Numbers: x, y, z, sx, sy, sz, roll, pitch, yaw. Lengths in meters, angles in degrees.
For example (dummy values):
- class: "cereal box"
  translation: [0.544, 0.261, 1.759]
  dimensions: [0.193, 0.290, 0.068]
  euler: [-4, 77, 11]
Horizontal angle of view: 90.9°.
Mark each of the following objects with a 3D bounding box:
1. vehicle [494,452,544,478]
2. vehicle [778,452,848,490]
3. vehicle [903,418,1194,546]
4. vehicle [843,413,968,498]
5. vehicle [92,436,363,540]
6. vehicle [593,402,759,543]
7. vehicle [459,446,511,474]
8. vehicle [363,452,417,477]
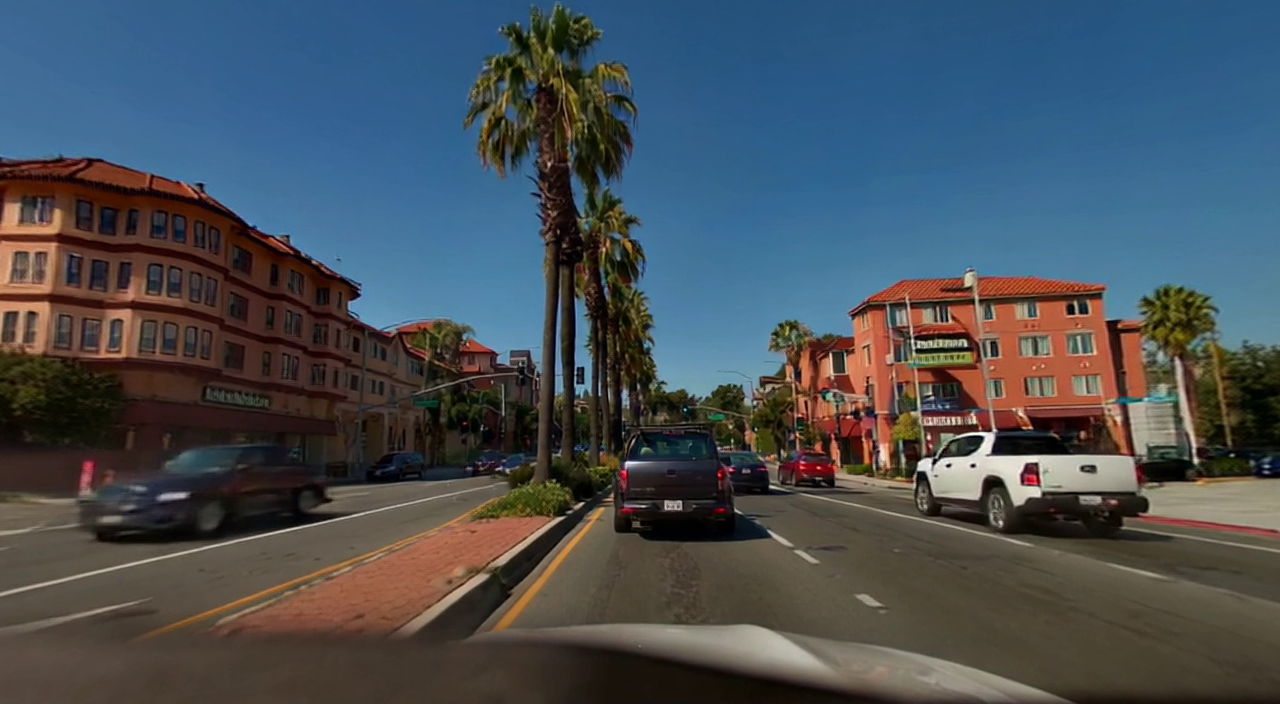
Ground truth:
- class: "vehicle"
  translation: [-7.555, 7.101, 39.803]
  dimensions: [2.061, 1.496, 4.600]
  euler: [-1, -9, 3]
- class: "vehicle"
  translation: [7.698, 5.336, 28.564]
  dimensions: [1.958, 1.523, 4.553]
  euler: [0, -9, 1]
- class: "vehicle"
  translation: [7.514, 2.441, 12.599]
  dimensions: [2.215, 1.973, 5.323]
  euler: [0, -9, 0]
- class: "vehicle"
  translation: [10.804, 4.110, 26.352]
  dimensions: [2.663, 3.061, 5.602]
  euler: [-1, -5, 0]
- class: "vehicle"
  translation: [-8.037, 2.663, 13.095]
  dimensions: [2.268, 1.733, 4.821]
  euler: [0, -9, 1]
- class: "vehicle"
  translation: [0.598, 2.236, 12.334]
  dimensions: [2.487, 2.115, 5.444]
  euler: [0, -9, 1]
- class: "vehicle"
  translation: [-10.927, 7.668, 44.908]
  dimensions: [2.272, 1.837, 4.892]
  euler: [-1, -9, 2]
- class: "vehicle"
  translation: [-18.102, 8.161, 45.925]
  dimensions: [1.972, 1.694, 4.466]
  euler: [0, -9, 1]
